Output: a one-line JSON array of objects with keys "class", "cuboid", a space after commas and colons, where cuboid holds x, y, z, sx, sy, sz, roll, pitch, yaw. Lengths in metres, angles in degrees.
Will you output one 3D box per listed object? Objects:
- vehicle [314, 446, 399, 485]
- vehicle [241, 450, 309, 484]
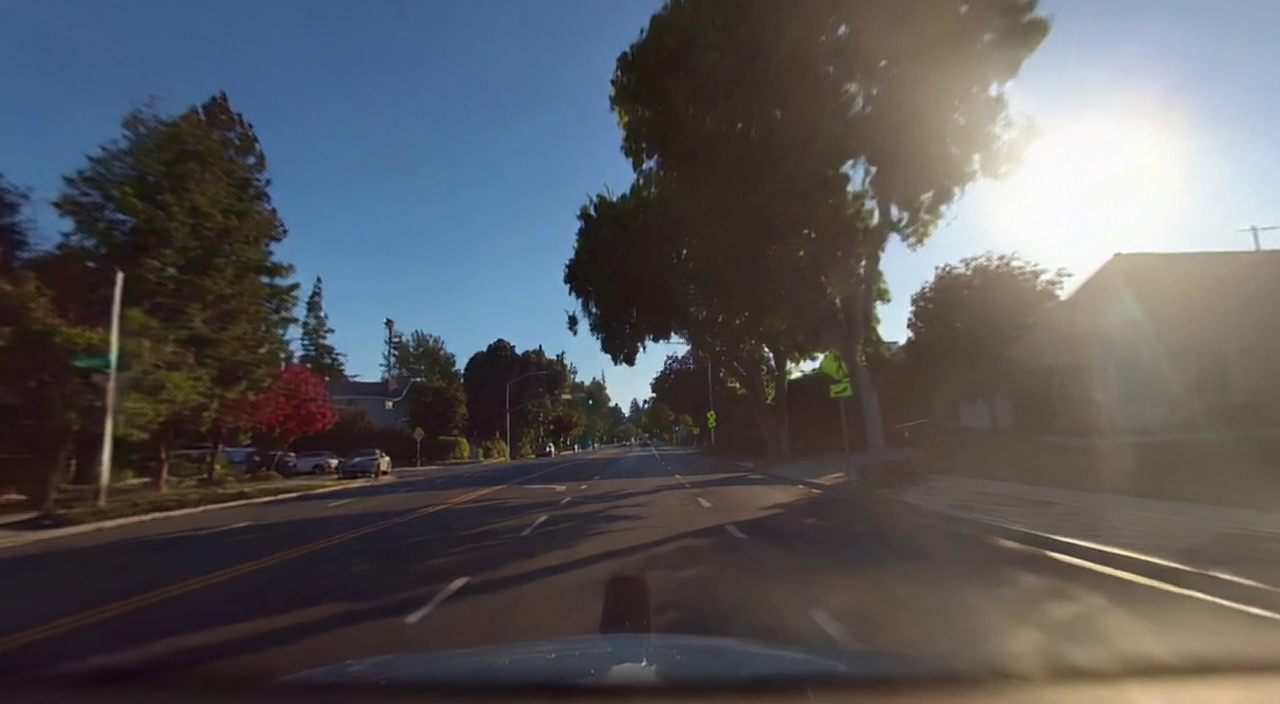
[{"class": "vehicle", "cuboid": [-14.229, 5.678, 31.923, 2.199, 1.592, 4.492, -4, -8, 1]}, {"class": "vehicle", "cuboid": [-19.255, 6.027, 33.427, 2.012, 1.572, 3.830, 1, -8, -13]}]
